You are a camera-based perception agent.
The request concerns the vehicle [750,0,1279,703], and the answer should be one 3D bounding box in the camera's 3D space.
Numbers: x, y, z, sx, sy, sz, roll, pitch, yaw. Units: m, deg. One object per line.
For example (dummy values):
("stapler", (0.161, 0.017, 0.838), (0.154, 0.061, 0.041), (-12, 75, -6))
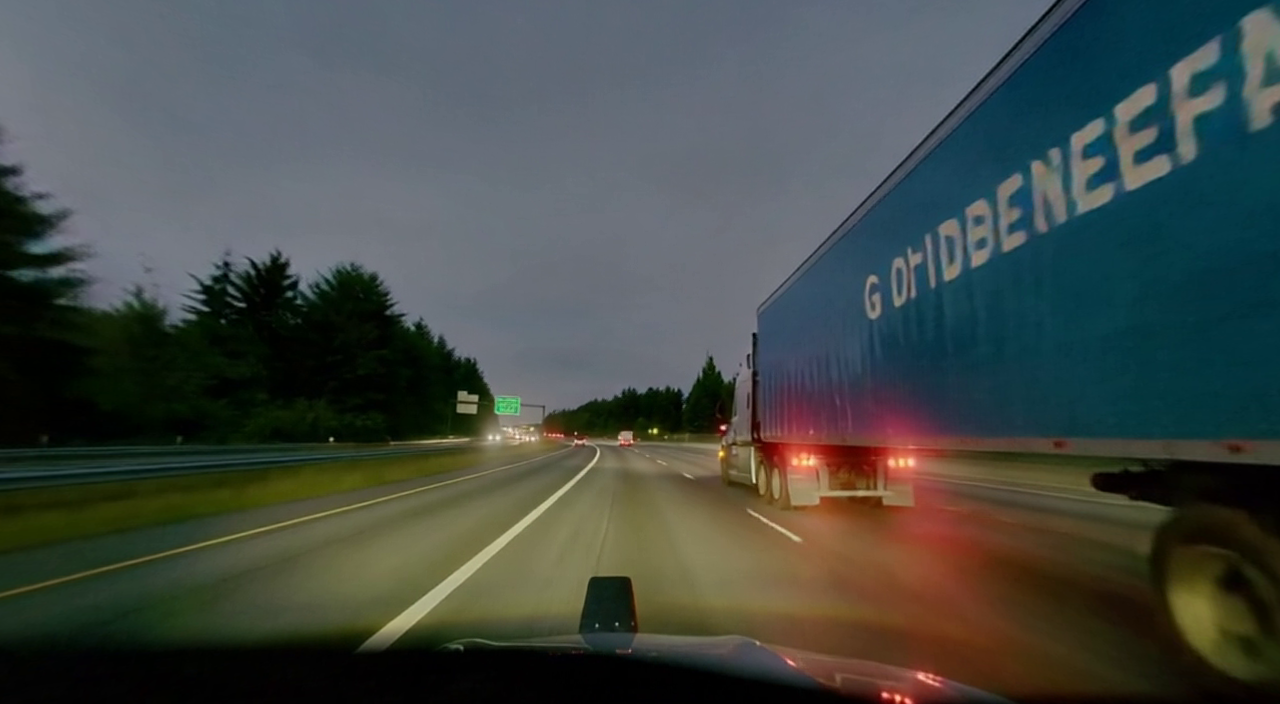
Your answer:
("vehicle", (3.960, 0.187, 6.440), (2.910, 4.051, 14.278), (0, -8, -1))
